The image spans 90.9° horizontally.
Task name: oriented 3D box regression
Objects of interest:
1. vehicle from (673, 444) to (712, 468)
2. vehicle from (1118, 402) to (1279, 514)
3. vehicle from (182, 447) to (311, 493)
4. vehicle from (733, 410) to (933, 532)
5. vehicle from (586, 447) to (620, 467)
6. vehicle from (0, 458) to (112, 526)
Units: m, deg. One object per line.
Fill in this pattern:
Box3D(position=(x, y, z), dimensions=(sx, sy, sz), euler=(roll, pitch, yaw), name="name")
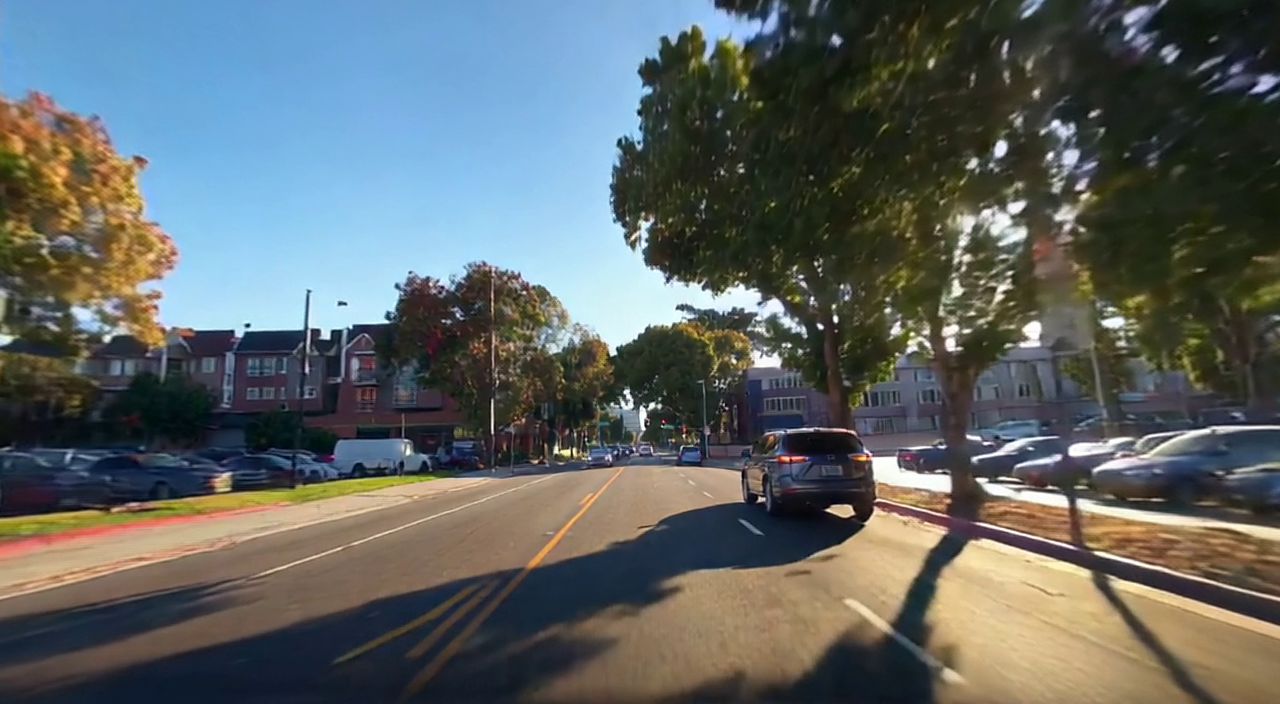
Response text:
Box3D(position=(3.421, 6.860, 41.685), dimensions=(2.072, 1.471, 4.834), euler=(0, -9, -1), name="vehicle")
Box3D(position=(12.166, 1.938, 11.722), dimensions=(4.590, 1.863, 2.272), euler=(-1, -9, 1), name="vehicle")
Box3D(position=(-15.102, 4.526, 24.326), dimensions=(3.993, 1.566, 2.114), euler=(5, -12, -33), name="vehicle")
Box3D(position=(3.359, 2.236, 12.368), dimensions=(2.251, 1.861, 5.144), euler=(0, -9, 0), name="vehicle")
Box3D(position=(-2.701, 7.777, 46.787), dimensions=(2.133, 1.439, 4.280), euler=(-1, -9, 2), name="vehicle")
Box3D(position=(-14.692, 3.072, 13.846), dimensions=(1.892, 1.408, 4.413), euler=(-8, -12, 42), name="vehicle")
